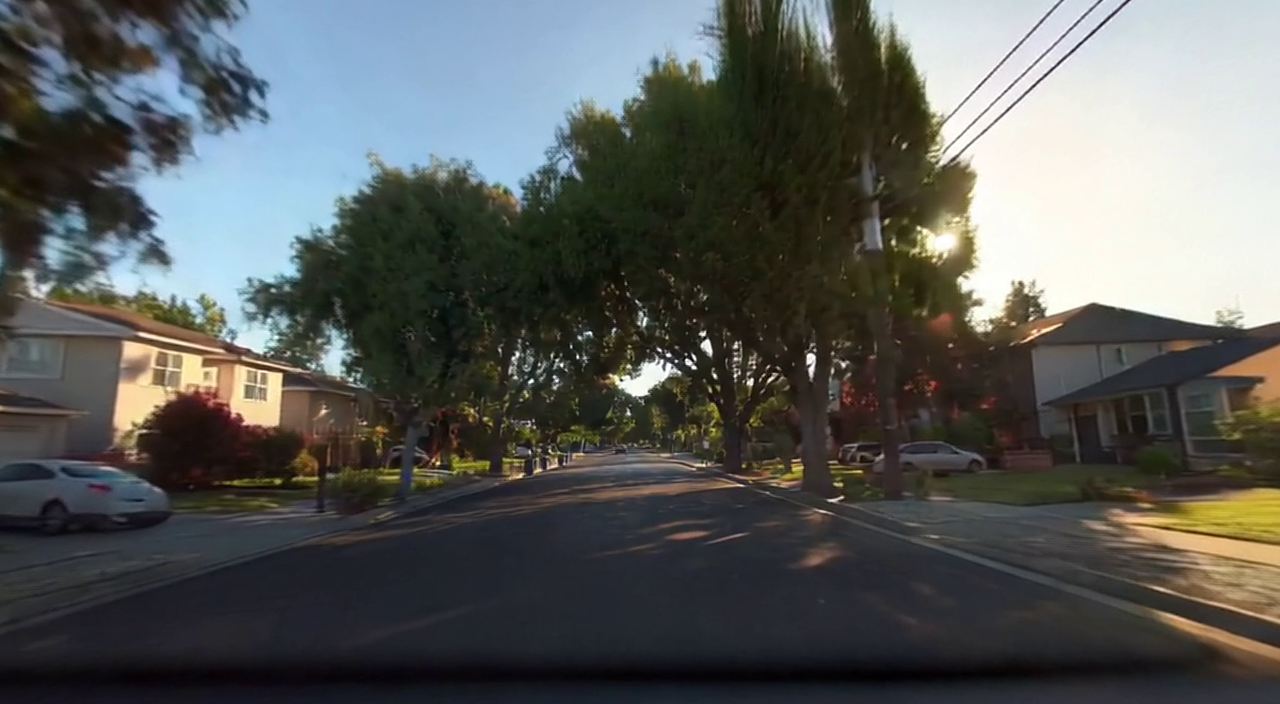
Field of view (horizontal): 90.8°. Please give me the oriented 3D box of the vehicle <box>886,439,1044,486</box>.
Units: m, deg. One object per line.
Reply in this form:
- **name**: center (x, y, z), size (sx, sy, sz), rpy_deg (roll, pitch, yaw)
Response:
- **vehicle**: center (11.509, 3.917, 22.576), size (4.626, 1.541, 1.866), rpy_deg (1, -9, -3)

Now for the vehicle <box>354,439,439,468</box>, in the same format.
- **vehicle**: center (-13.780, 5.806, 36.032), size (4.265, 1.569, 1.984), rpy_deg (2, -9, -15)

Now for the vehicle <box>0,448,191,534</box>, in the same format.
- **vehicle**: center (-13.596, 3.120, 14.515), size (4.887, 1.788, 2.006), rpy_deg (1, -8, -4)
